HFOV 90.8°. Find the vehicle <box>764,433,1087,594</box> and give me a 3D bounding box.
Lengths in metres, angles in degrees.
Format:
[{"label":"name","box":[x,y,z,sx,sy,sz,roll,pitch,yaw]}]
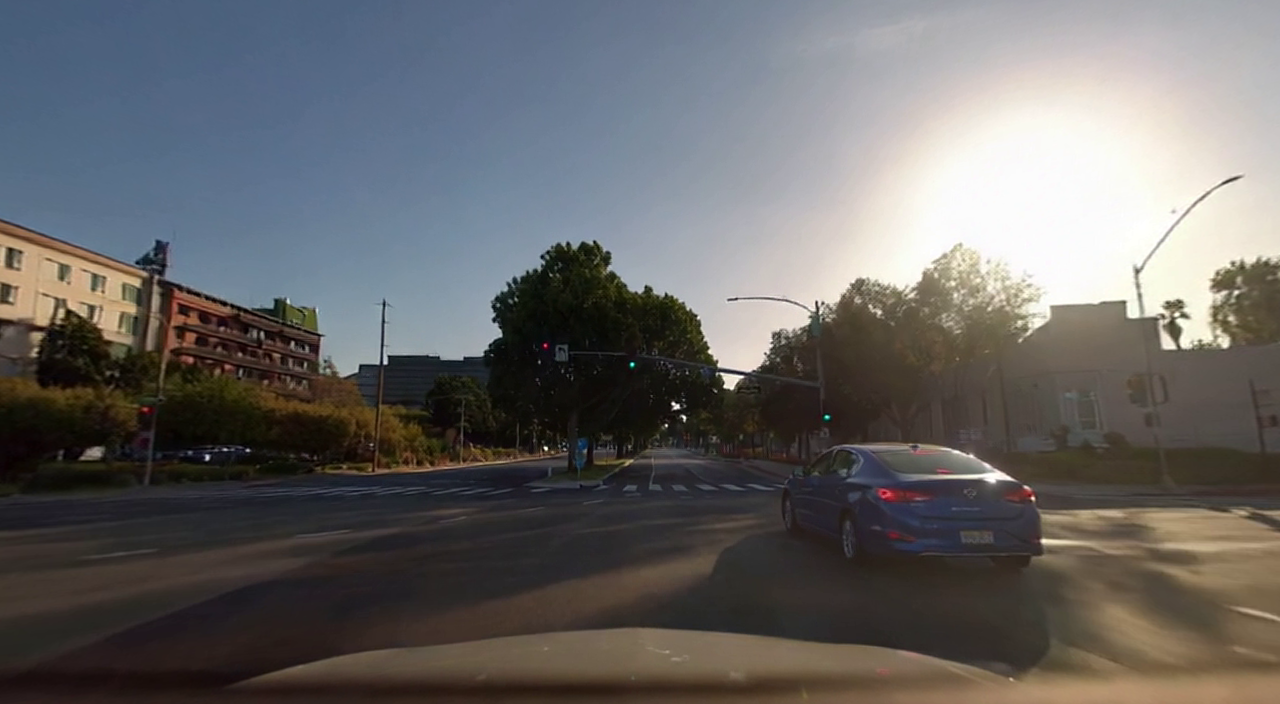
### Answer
[{"label":"vehicle","box":[3.267,1.942,8.602,2.089,1.539,4.767,0,-9,-1]}]
